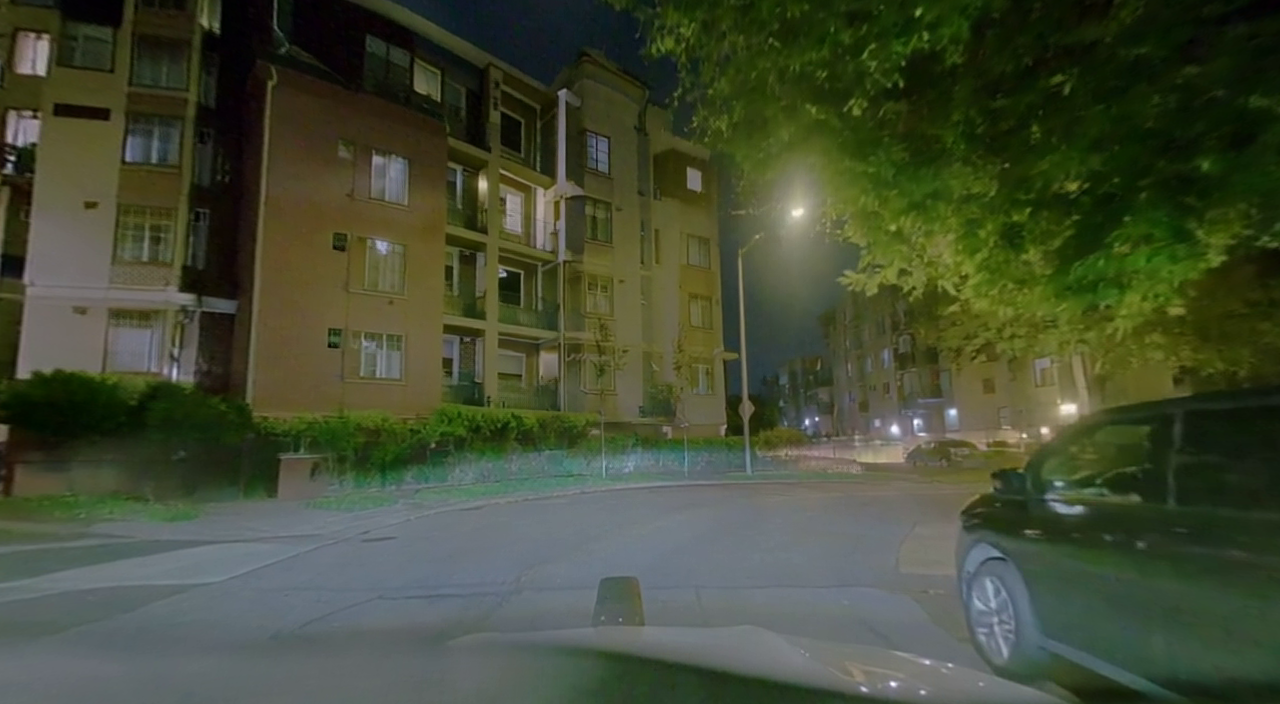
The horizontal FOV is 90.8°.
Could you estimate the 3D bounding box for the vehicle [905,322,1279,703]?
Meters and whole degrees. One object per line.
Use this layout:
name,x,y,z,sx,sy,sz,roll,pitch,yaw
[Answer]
vehicle,3.002,0.851,2.423,2.020,1.734,4.402,0,-8,0
